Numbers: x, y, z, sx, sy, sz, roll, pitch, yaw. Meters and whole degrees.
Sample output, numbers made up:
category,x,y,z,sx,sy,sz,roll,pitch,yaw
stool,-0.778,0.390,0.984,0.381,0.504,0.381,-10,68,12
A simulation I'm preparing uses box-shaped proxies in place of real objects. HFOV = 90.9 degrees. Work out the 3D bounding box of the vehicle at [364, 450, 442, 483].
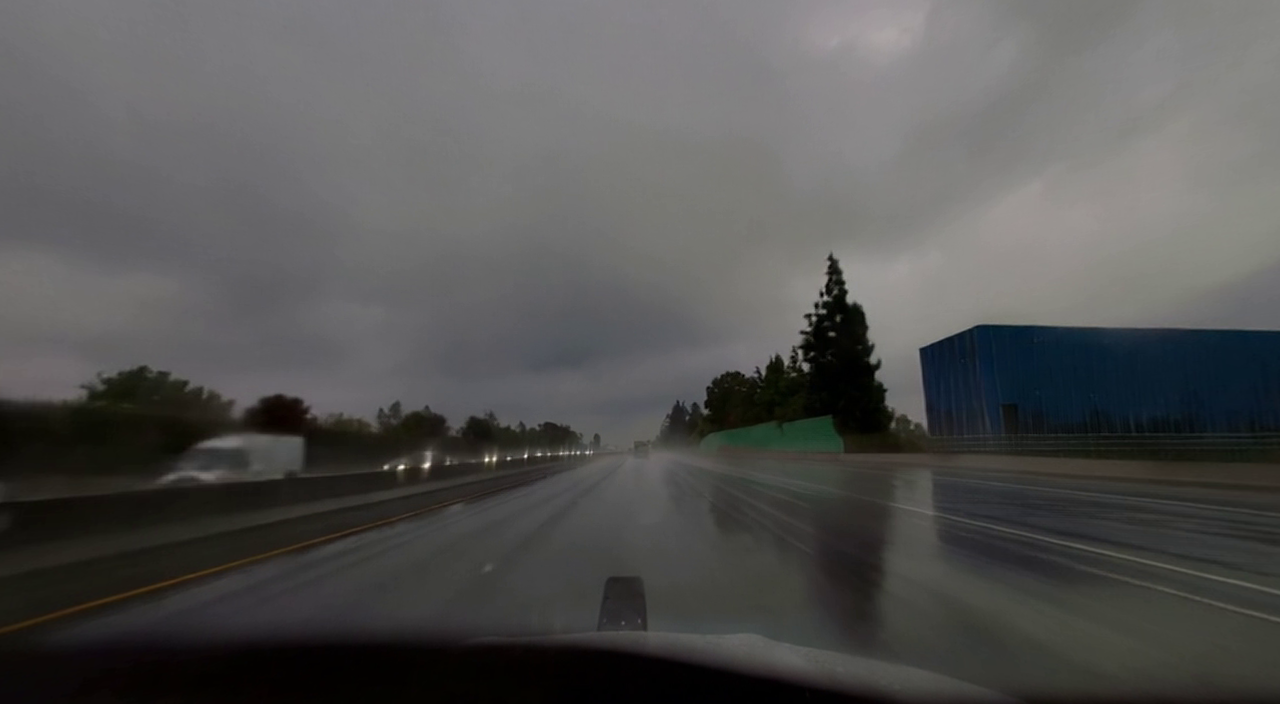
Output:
category,x,y,z,sx,sy,sz,roll,pitch,yaw
vehicle,-11.377,5.527,30.683,1.974,1.445,4.605,0,-9,0

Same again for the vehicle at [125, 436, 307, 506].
category,x,y,z,sx,sy,sz,roll,pitch,yaw
vehicle,-12.109,3.413,18.522,2.007,1.756,4.699,0,-9,1
